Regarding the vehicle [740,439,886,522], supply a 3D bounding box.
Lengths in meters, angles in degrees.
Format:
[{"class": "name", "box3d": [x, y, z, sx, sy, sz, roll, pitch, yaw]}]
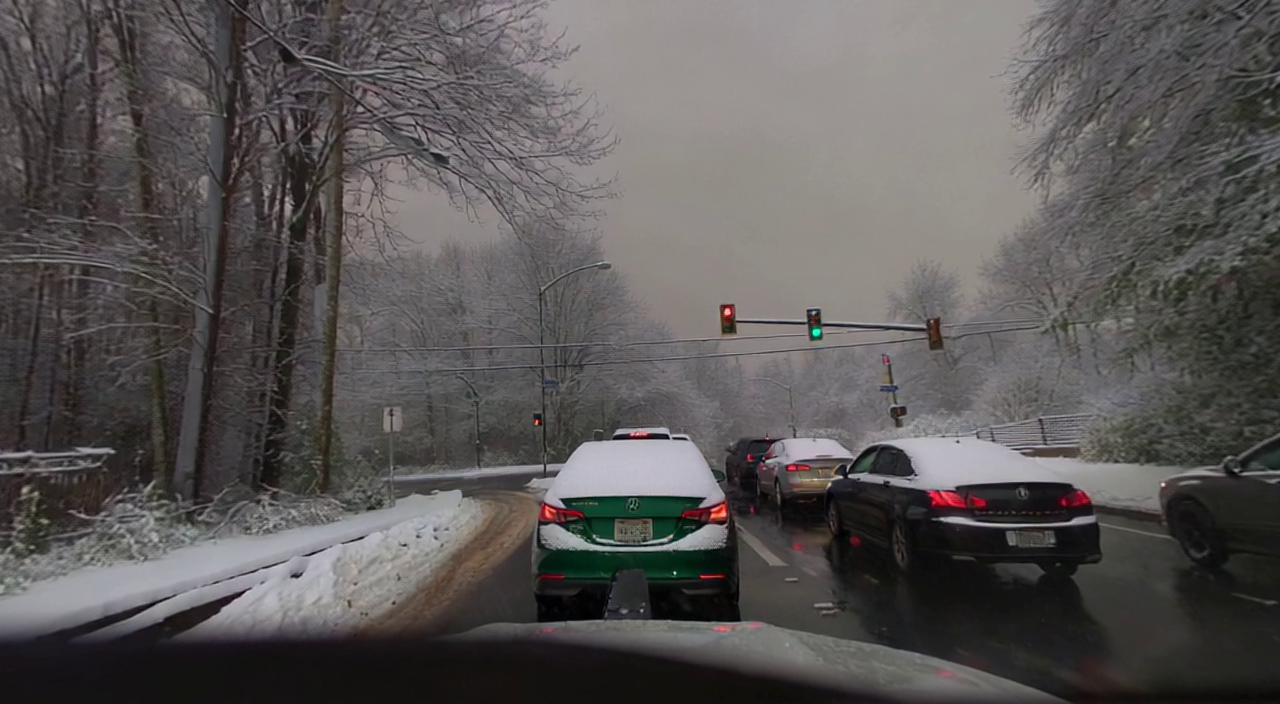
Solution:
[{"class": "vehicle", "box3d": [3.531, 2.713, 13.822, 1.934, 1.494, 4.446, 0, -9, 0]}]

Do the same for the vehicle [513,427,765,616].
[{"class": "vehicle", "box3d": [0.014, 1.677, 7.092, 2.015, 1.502, 3.898, 0, -9, 1]}]

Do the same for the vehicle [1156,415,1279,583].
[{"class": "vehicle", "box3d": [6.941, 1.333, 5.585, 1.783, 1.572, 3.421, 0, -9, 1]}]

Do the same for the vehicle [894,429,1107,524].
[{"class": "vehicle", "box3d": [7.023, 2.463, 12.911, 1.923, 1.611, 4.094, 0, -9, 0]}]
